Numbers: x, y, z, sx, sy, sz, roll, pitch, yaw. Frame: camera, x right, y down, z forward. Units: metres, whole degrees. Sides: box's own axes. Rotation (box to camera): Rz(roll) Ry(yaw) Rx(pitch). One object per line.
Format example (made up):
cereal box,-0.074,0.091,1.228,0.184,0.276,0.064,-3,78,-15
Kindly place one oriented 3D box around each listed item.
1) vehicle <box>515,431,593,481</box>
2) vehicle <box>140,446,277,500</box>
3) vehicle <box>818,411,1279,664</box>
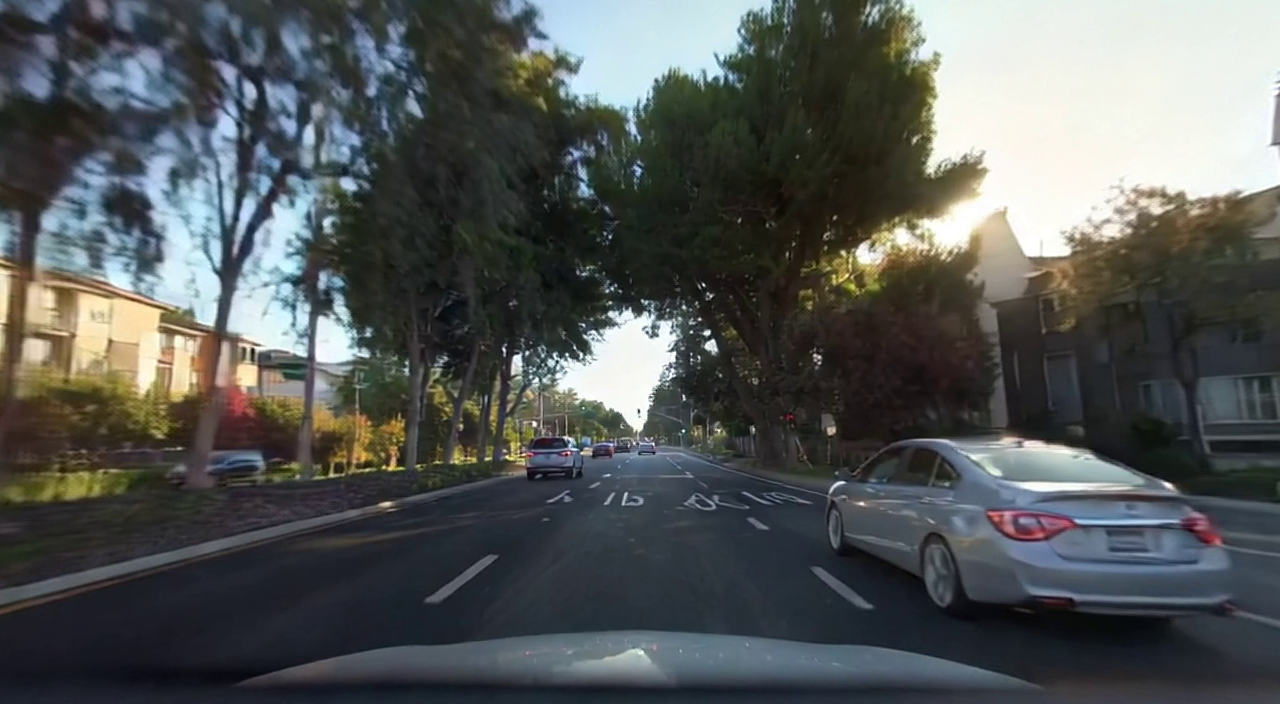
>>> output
vehicle,-3.347,4.182,25.596,2.216,1.828,4.886,-1,-8,3
vehicle,-17.789,4.961,26.376,2.194,1.973,4.870,0,-8,0
vehicle,3.307,1.450,6.068,1.945,1.530,4.320,0,-8,0
